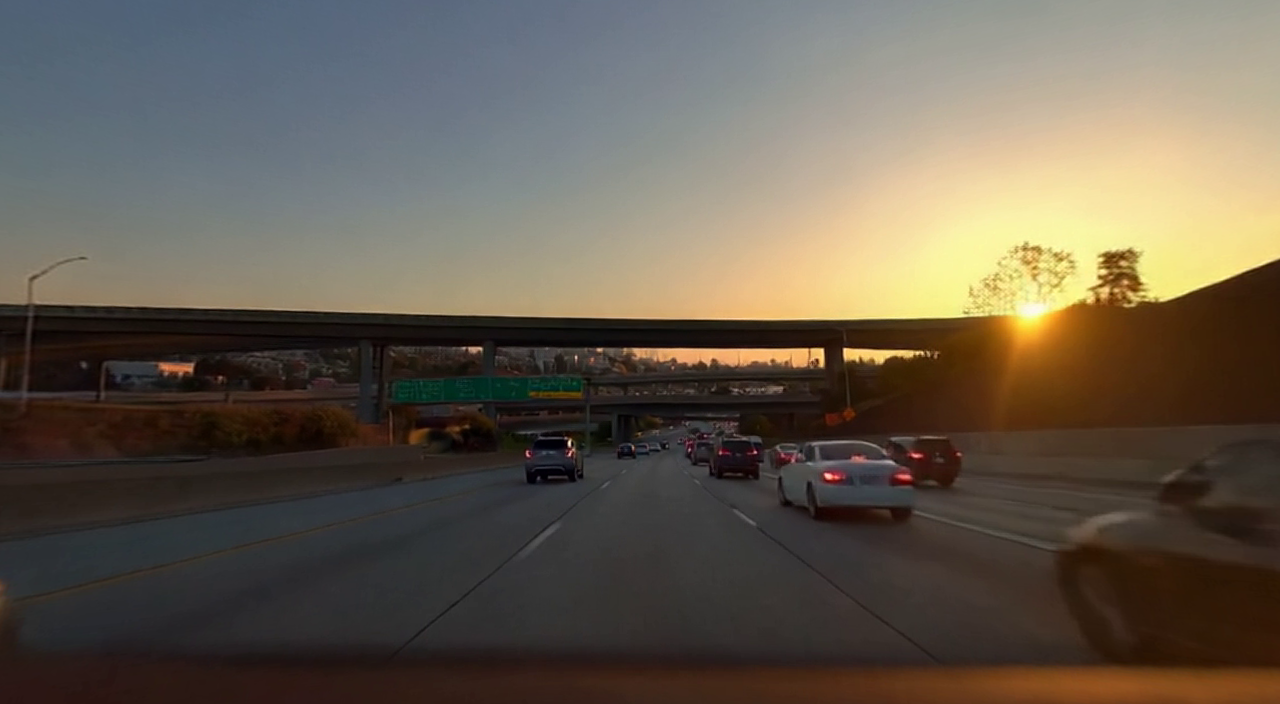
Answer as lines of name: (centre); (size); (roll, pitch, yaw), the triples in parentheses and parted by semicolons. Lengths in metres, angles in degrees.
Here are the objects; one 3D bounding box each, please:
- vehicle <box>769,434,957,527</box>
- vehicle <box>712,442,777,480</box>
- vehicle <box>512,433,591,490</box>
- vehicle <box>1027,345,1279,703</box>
vehicle: (4.100, 2.469, 12.592); (2.088, 1.491, 4.549); (0, -9, 0)
vehicle: (4.376, 4.674, 27.151); (1.999, 1.482, 4.743); (0, -9, 0)
vehicle: (-2.921, 3.751, 21.776); (2.006, 1.741, 4.277); (-1, -9, 2)
vehicle: (3.694, 0.733, 2.049); (1.991, 1.715, 4.455); (0, -9, 0)
